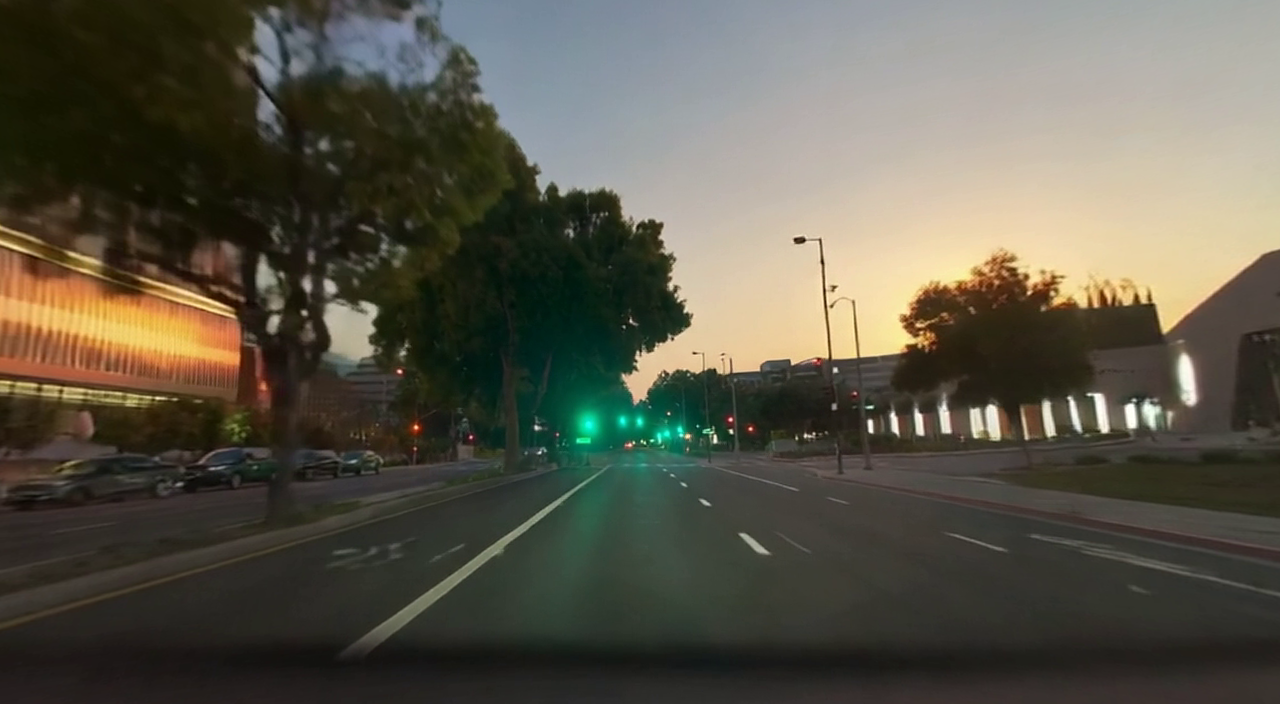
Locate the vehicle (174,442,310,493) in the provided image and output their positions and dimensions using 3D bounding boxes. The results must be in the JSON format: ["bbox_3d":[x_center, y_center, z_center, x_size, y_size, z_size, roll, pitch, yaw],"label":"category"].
[{"bbox_3d":[-15.465,4.474,24.991,1.978,1.760,5.097,0,-8,1],"label":"vehicle"}]

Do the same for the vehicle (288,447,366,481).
[{"bbox_3d":[-15.673,5.587,31.852,1.831,1.599,4.080,0,-9,0],"label":"vehicle"}]

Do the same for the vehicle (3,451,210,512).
[{"bbox_3d":[-15.310,3.694,18.637,1.776,1.468,5.089,0,-8,-1],"label":"vehicle"}]

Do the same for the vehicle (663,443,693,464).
[{"bbox_3d":[2.847,7.598,47.525,1.945,1.490,3.817,0,-8,-1],"label":"vehicle"}]
